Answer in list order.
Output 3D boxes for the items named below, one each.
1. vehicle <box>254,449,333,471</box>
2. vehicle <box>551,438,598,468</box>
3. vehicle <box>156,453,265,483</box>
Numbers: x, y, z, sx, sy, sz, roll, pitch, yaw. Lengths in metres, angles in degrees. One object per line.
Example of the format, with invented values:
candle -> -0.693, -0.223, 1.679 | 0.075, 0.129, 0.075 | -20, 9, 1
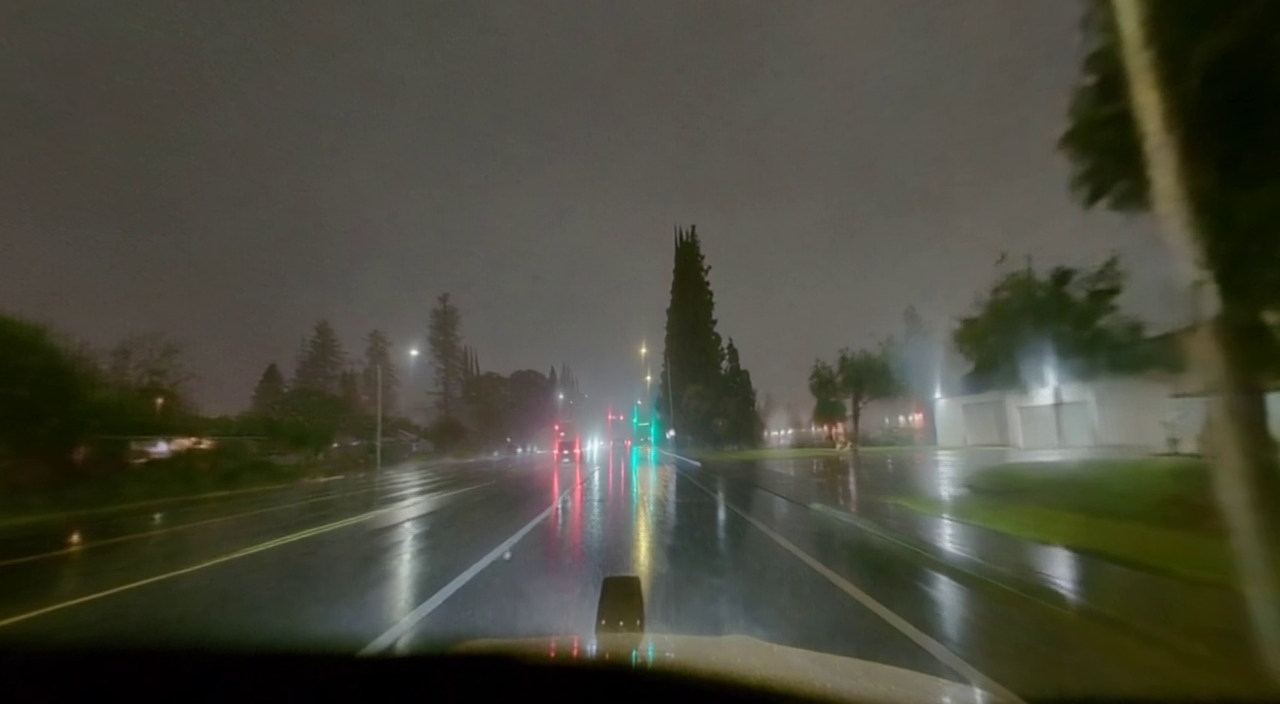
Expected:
vehicle -> -24.020, 7.458, 43.919 | 4.235, 1.456, 2.171 | 0, -8, 1
vehicle -> -3.453, 5.425, 34.114 | 2.030, 1.467, 4.251 | 0, -8, 0
vehicle -> -22.252, 5.986, 32.845 | 4.252, 1.458, 1.915 | 0, -8, 1
